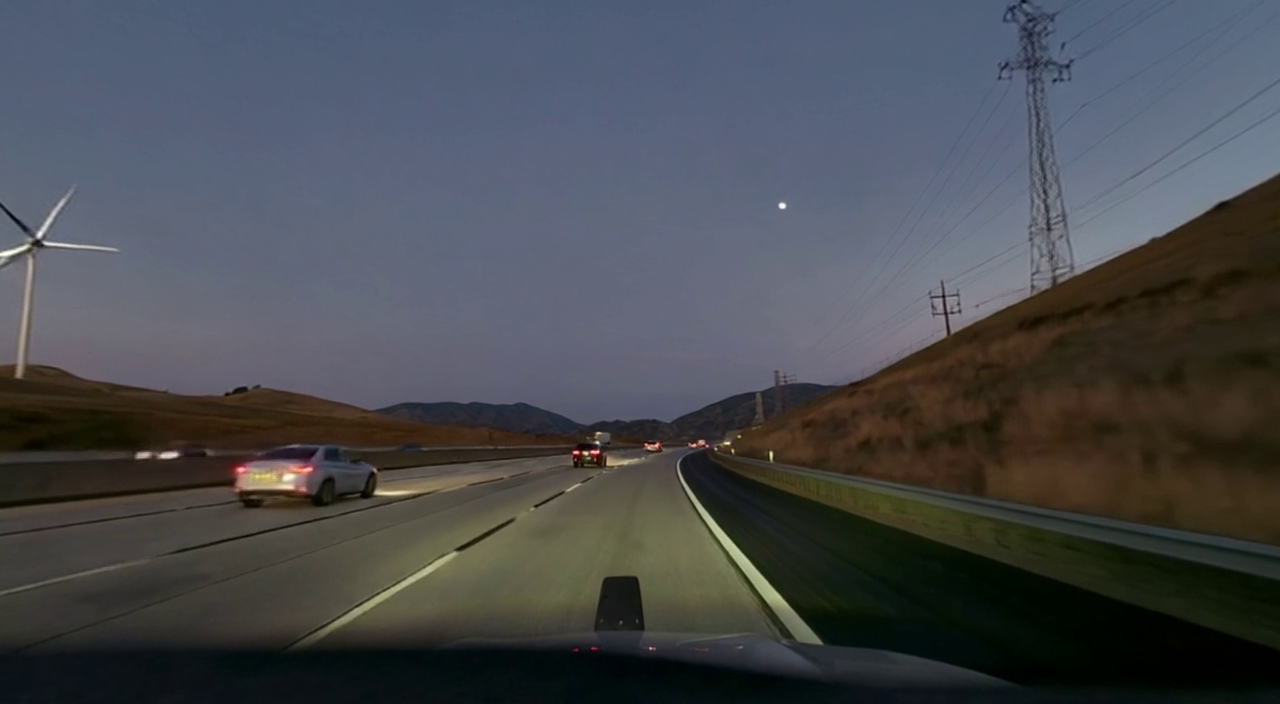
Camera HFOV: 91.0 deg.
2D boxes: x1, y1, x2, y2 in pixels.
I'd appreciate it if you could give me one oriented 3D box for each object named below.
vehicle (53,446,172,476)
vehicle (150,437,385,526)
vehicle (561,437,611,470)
[{"bbox_3d":[-28.053,5.771,33.745,2.050,1.470,4.909,0,-9,1],"label":"vehicle"},{"bbox_3d":[-7.523,2.629,13.477,2.015,1.537,4.728,0,-9,2],"label":"vehicle"},{"bbox_3d":[-2.929,5.632,35.061,2.118,1.702,4.355,-1,-9,4],"label":"vehicle"}]
